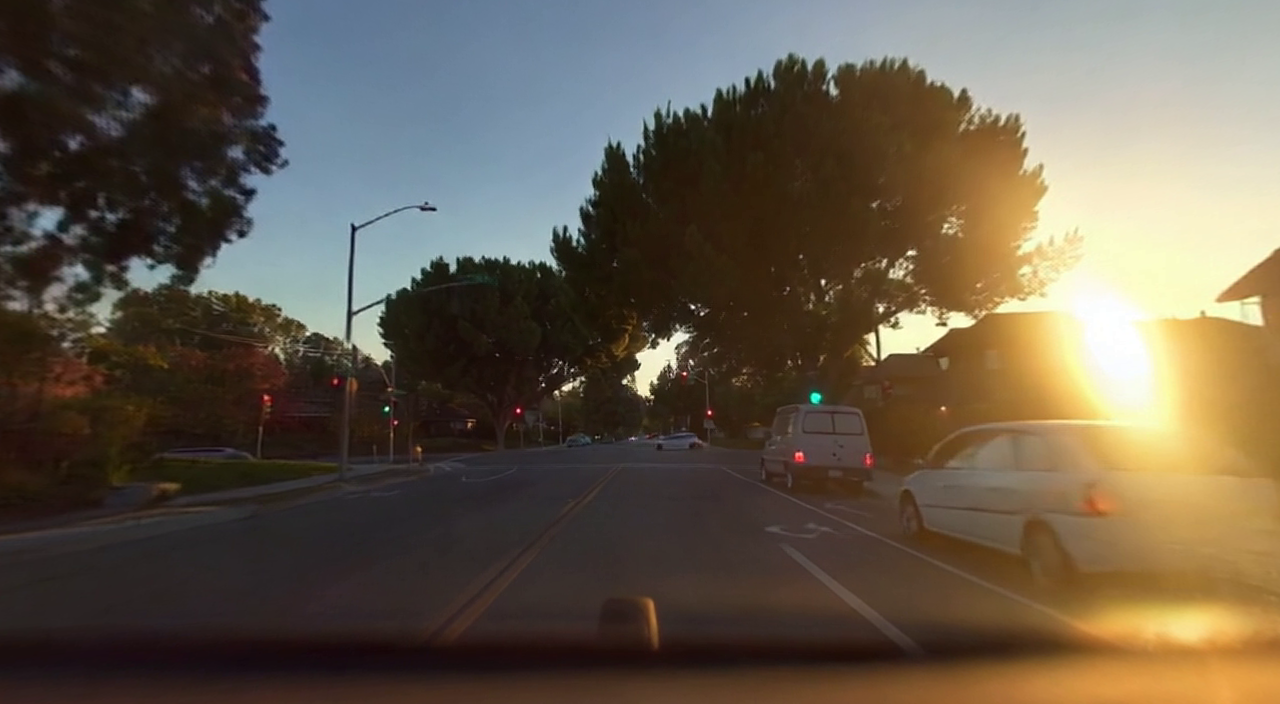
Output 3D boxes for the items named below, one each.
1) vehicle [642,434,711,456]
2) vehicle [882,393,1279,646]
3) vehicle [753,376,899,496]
[{"bbox_3d":[2.465,6.377,43.319,4.606,1.452,1.917,-1,-8,3],"label":"vehicle"},{"bbox_3d":[4.614,1.471,6.747,2.202,1.712,4.813,0,-8,1],"label":"vehicle"},{"bbox_3d":[4.812,2.300,17.329,2.398,2.806,4.857,0,-8,-1],"label":"vehicle"}]
